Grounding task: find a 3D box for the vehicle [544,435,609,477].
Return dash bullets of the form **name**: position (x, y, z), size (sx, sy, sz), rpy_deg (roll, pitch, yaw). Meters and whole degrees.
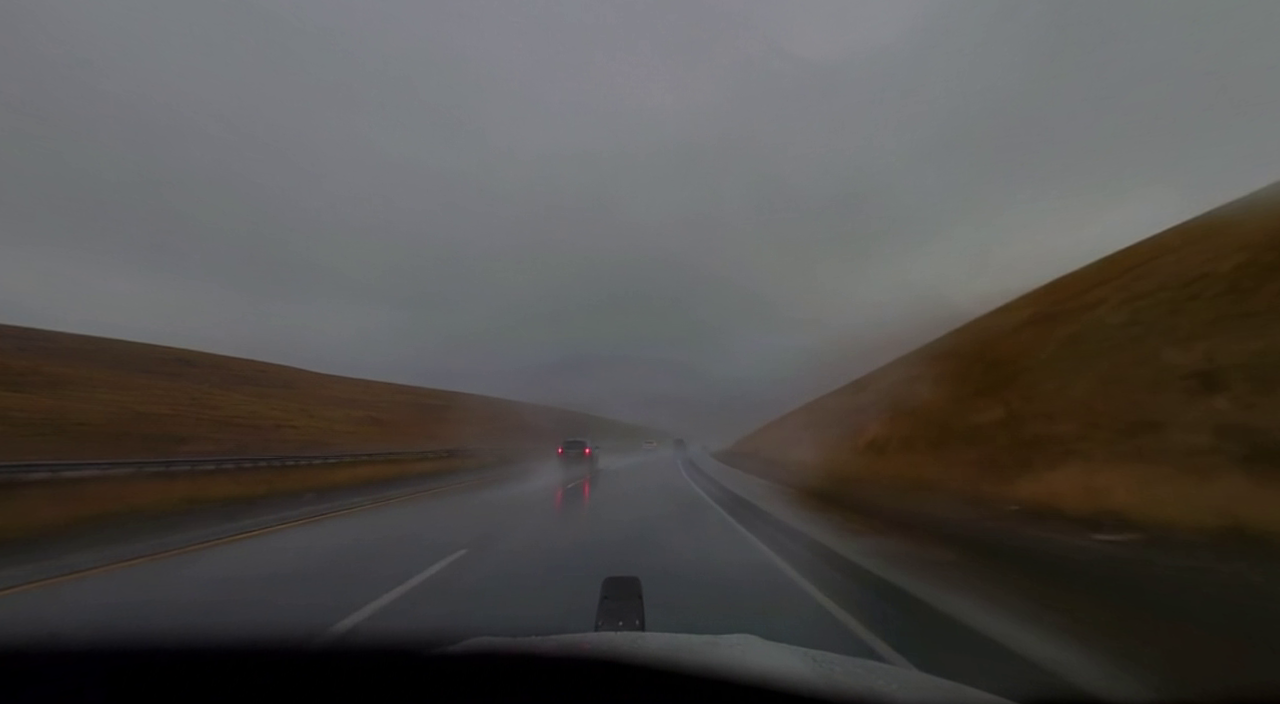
- **vehicle**: position (-2.804, 4.738, 29.025), size (2.252, 1.743, 4.560), rpy_deg (0, -8, 3)
